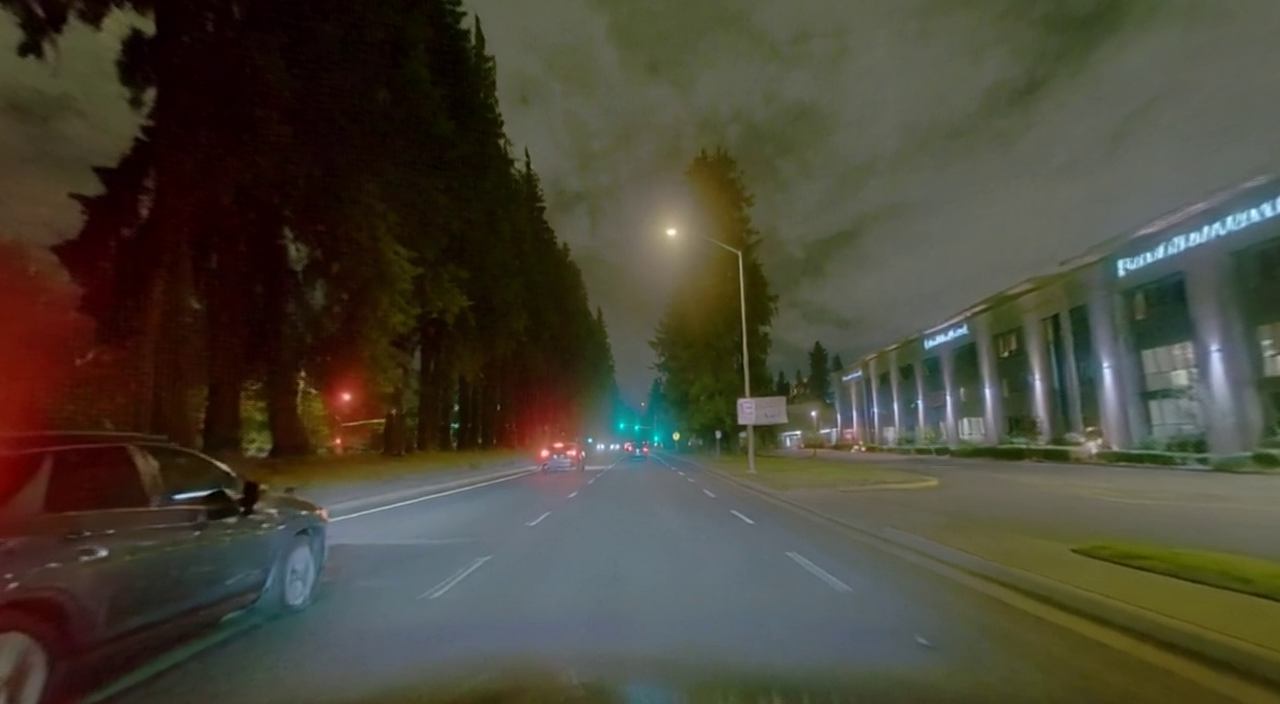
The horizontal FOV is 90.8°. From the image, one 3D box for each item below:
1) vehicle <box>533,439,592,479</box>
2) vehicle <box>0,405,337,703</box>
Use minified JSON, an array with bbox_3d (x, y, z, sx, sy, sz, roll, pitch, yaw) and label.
[{"bbox_3d":[-3.267,4.612,27.420,1.942,1.588,4.172,0,-9,1],"label":"vehicle"},{"bbox_3d":[-3.433,1.025,2.934,1.862,1.478,4.369,0,-8,0],"label":"vehicle"}]
